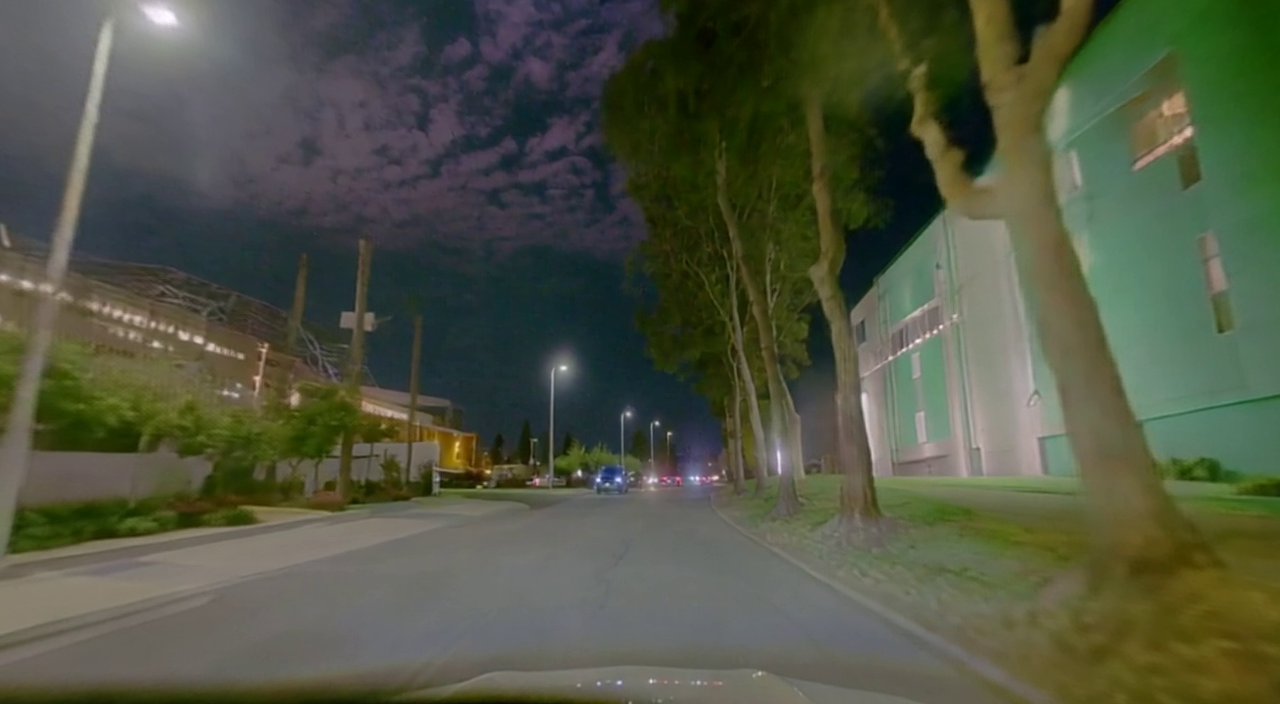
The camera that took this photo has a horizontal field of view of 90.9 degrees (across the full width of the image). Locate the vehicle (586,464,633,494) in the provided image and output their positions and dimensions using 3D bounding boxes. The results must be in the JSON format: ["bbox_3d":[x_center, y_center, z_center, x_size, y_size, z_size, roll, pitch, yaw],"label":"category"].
[{"bbox_3d":[-1.887,8.136,40.583,2.022,1.776,4.625,-3,-10,10],"label":"vehicle"}]
